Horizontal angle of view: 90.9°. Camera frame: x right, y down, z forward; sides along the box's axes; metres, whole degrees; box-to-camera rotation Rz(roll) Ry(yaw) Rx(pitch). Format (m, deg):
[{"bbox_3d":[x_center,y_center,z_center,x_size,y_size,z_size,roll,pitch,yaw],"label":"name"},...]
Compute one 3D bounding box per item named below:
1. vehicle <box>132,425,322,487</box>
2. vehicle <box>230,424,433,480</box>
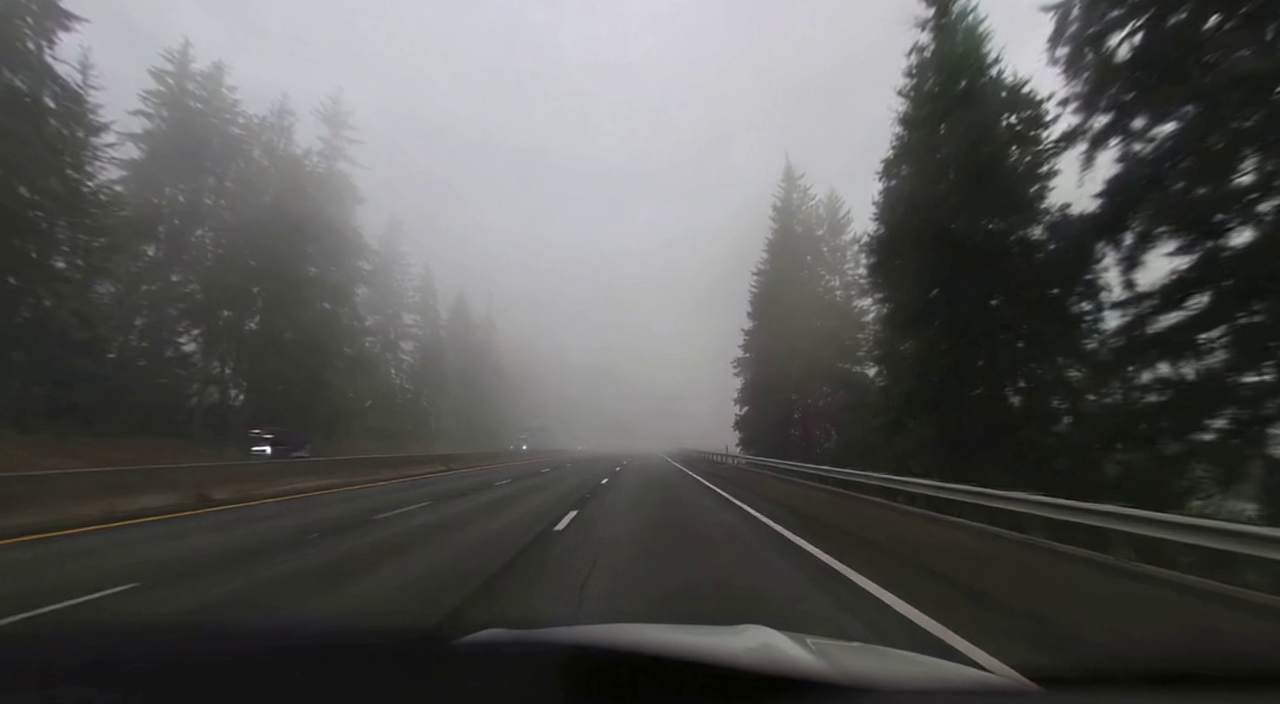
[{"bbox_3d":[-13.116,3.358,20.697,2.293,1.736,5.712,0,-8,1],"label":"vehicle"},{"bbox_3d":[-12.932,4.411,28.425,2.672,1.964,12.269,0,-8,2],"label":"vehicle"}]
